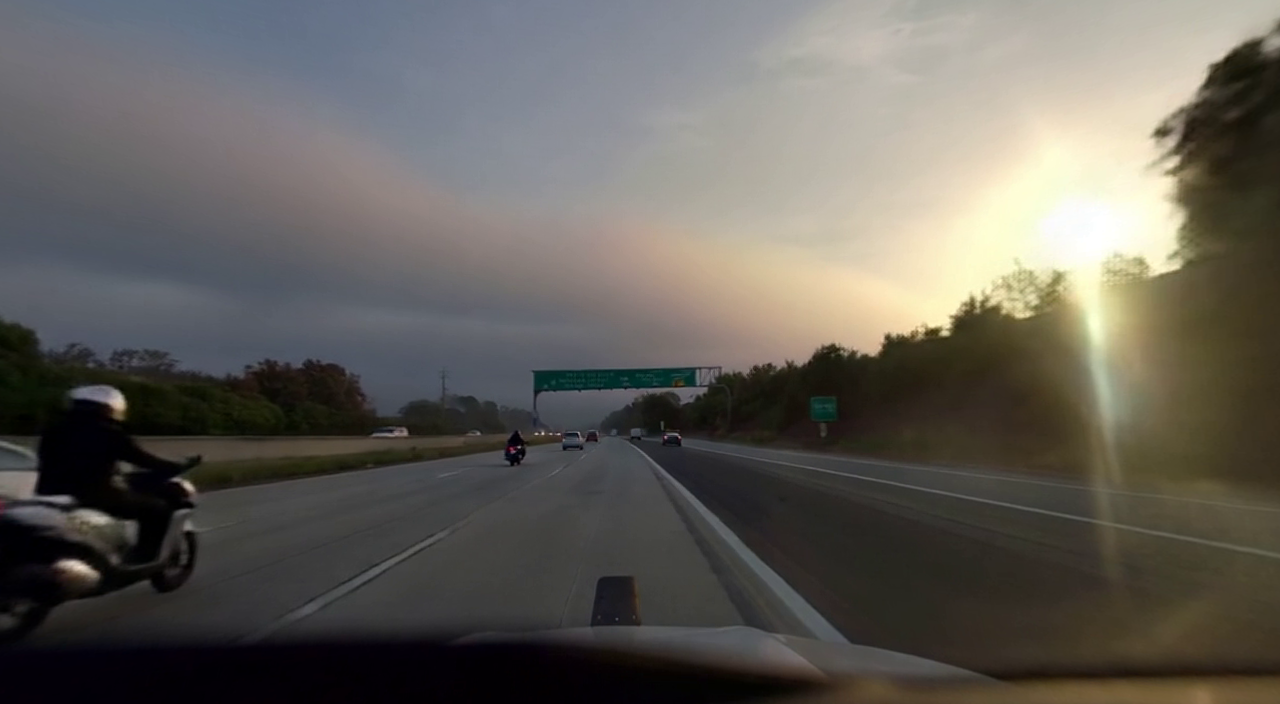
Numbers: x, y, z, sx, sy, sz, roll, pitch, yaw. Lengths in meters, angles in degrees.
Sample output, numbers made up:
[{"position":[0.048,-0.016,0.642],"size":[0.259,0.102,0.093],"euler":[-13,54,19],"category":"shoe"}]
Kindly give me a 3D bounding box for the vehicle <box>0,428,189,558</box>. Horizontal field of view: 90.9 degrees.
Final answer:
[{"position":[-8.057,1.622,7.463],"size":[2.053,1.409,4.704],"euler":[0,-8,-2],"category":"vehicle"}]

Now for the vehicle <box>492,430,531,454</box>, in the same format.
[{"position":[-9.005,6.327,44.357],"size":[1.965,1.605,4.115],"euler":[0,-8,-1],"category":"vehicle"}]
